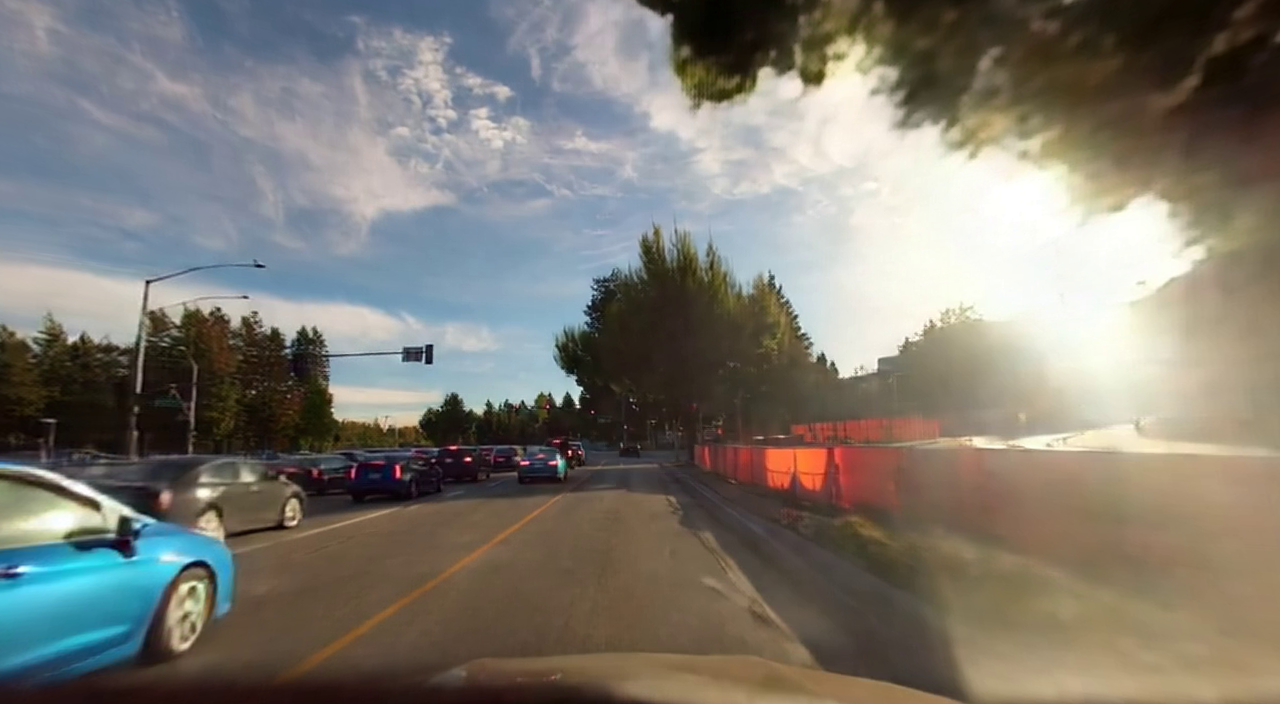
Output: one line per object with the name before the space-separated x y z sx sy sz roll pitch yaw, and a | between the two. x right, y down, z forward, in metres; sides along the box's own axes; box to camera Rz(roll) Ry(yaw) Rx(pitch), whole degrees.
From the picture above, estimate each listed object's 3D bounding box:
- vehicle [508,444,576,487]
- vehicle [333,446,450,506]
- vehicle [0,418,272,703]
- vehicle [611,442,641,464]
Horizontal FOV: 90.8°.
vehicle | -3.660 4.315 24.352 2.042 1.441 4.172 -1 -9 -1
vehicle | -7.364 3.680 19.231 1.900 1.507 4.285 -3 -9 -1
vehicle | -3.864 1.035 2.512 2.026 1.497 4.577 -2 -9 1
vehicle | -1.026 7.566 47.335 2.183 1.506 4.286 0 -9 -1
